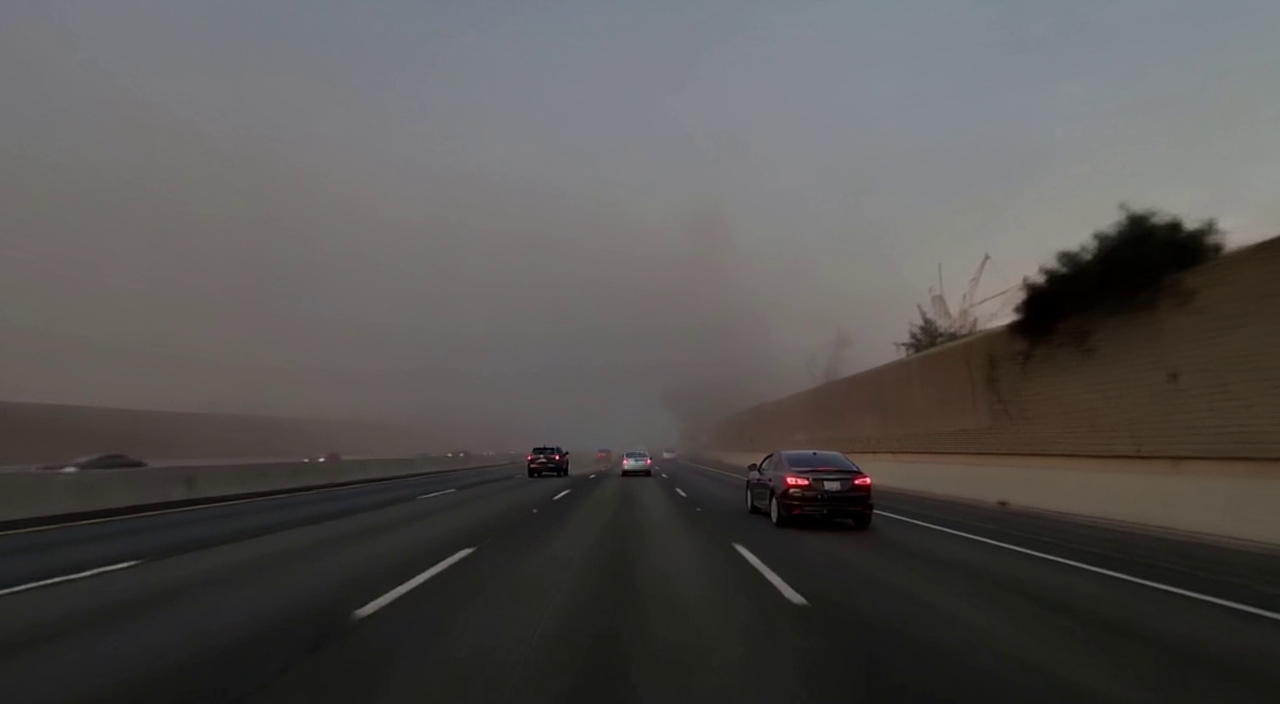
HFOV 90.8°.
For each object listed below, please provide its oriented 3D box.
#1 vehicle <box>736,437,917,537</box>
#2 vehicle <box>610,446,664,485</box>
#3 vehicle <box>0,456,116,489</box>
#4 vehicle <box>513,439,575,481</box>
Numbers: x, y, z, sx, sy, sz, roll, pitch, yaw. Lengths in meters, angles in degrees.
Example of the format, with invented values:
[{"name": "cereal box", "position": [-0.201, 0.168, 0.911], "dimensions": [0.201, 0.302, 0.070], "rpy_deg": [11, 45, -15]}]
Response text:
[{"name": "vehicle", "position": [3.211, 2.408, 12.006], "dimensions": [1.917, 1.507, 4.540], "rpy_deg": [0, -9, -2]}, {"name": "vehicle", "position": [-0.130, 4.607, 26.036], "dimensions": [2.045, 1.452, 4.040], "rpy_deg": [0, -9, -1]}, {"name": "vehicle", "position": [-29.171, 5.968, 31.698], "dimensions": [1.792, 1.455, 4.579], "rpy_deg": [0, -9, 0]}, {"name": "vehicle", "position": [-4.320, 4.908, 29.054], "dimensions": [2.121, 1.775, 4.335], "rpy_deg": [0, -9, 1]}]
